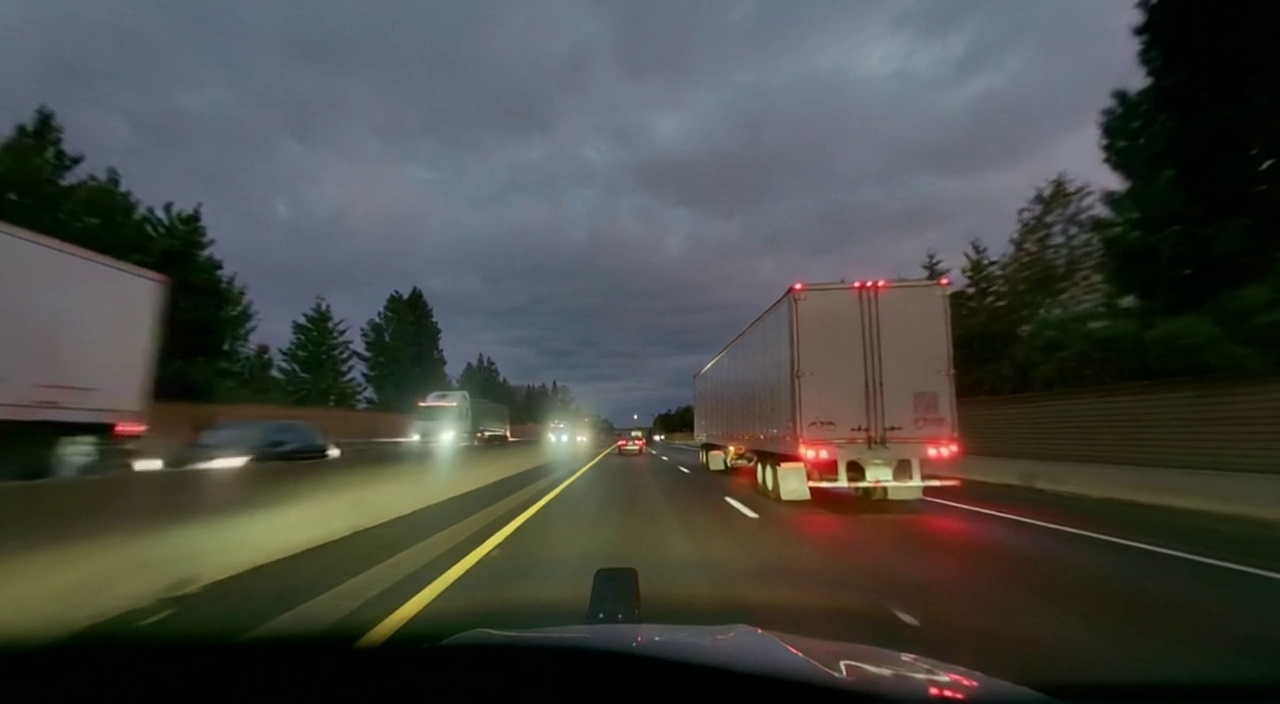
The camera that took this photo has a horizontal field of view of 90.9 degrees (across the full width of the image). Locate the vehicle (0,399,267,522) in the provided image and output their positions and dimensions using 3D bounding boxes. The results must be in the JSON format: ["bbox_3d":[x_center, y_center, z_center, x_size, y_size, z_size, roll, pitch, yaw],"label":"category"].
[{"bbox_3d":[-8.136,1.619,9.893,1.885,1.483,4.516,0,-8,-2],"label":"vehicle"}]

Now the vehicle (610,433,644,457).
[{"bbox_3d":[-0.808,6.017,41.048,2.119,1.480,4.000,0,-8,-1],"label":"vehicle"}]

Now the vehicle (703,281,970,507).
[{"bbox_3d":[4.171,1.632,18.187,2.953,4.045,13.843,0,-8,-1],"label":"vehicle"}]

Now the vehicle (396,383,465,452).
[{"bbox_3d":[-13.468,4.259,40.705,3.405,4.213,2.708,0,-8,-1],"label":"vehicle"}]
